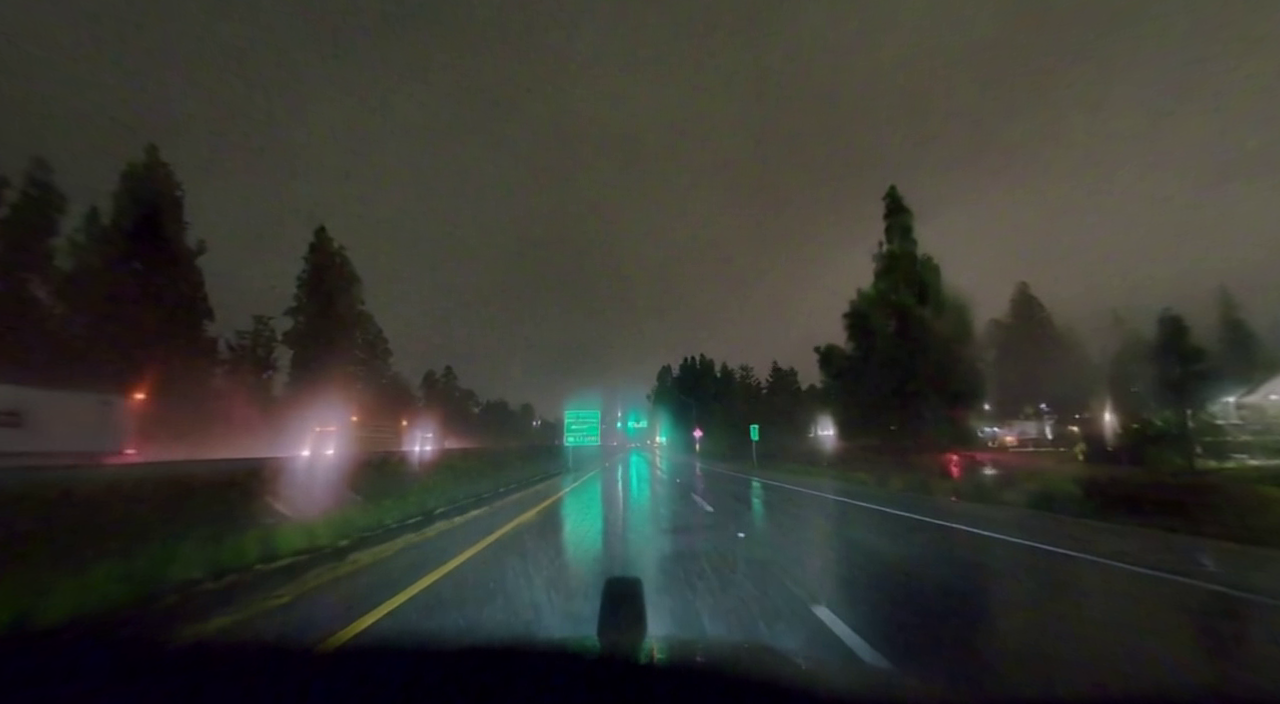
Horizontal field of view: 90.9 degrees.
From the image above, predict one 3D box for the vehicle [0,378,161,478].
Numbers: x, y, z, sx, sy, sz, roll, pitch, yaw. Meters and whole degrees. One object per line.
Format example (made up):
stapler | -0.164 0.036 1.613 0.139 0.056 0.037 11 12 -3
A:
vehicle | -28.661 3.325 27.309 2.920 4.198 16.691 0 -8 0
